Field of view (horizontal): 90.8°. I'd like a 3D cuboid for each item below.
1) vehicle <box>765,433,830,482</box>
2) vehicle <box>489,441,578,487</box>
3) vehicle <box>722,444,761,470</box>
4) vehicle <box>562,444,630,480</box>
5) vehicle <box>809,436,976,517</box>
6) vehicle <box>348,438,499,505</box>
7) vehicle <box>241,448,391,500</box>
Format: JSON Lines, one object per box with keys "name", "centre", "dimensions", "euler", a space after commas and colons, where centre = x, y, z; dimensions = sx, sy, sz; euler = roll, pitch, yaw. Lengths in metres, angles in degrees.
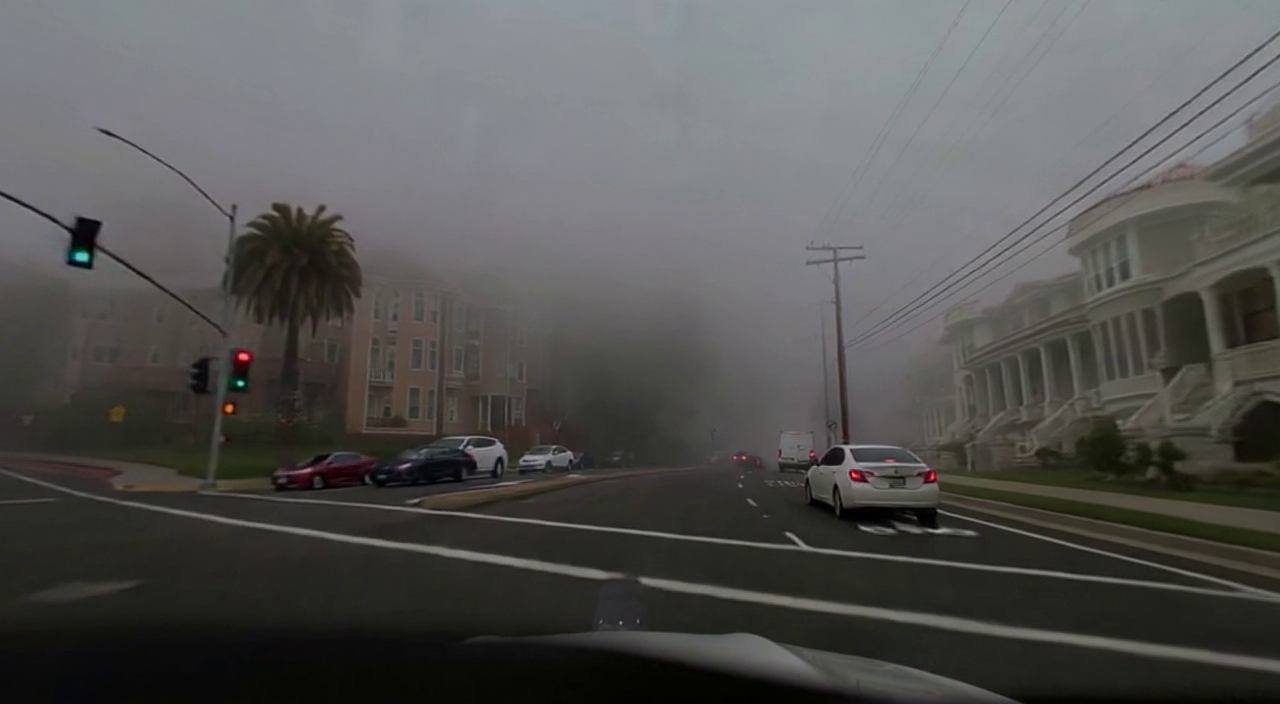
{"name": "vehicle", "centre": [6.918, 4.666, 28.164], "dimensions": [2.109, 2.002, 4.424], "euler": [-1, -9, 5]}
{"name": "vehicle", "centre": [-4.043, 4.311, 24.679], "dimensions": [1.852, 1.498, 4.238], "euler": [-5, -9, 14]}
{"name": "vehicle", "centre": [6.634, 6.765, 40.903], "dimensions": [1.923, 1.576, 4.026], "euler": [-3, -9, 16]}
{"name": "vehicle", "centre": [-2.211, 5.744, 33.246], "dimensions": [2.081, 1.453, 4.698], "euler": [-5, -7, 14]}
{"name": "vehicle", "centre": [5.529, 2.777, 14.606], "dimensions": [2.096, 1.552, 4.519], "euler": [-1, -9, 2]}
{"name": "vehicle", "centre": [-5.953, 3.303, 18.115], "dimensions": [1.959, 1.515, 4.668], "euler": [-2, -7, 12]}
{"name": "vehicle", "centre": [-9.481, 3.572, 18.869], "dimensions": [1.891, 1.358, 3.828], "euler": [-2, -9, 13]}
